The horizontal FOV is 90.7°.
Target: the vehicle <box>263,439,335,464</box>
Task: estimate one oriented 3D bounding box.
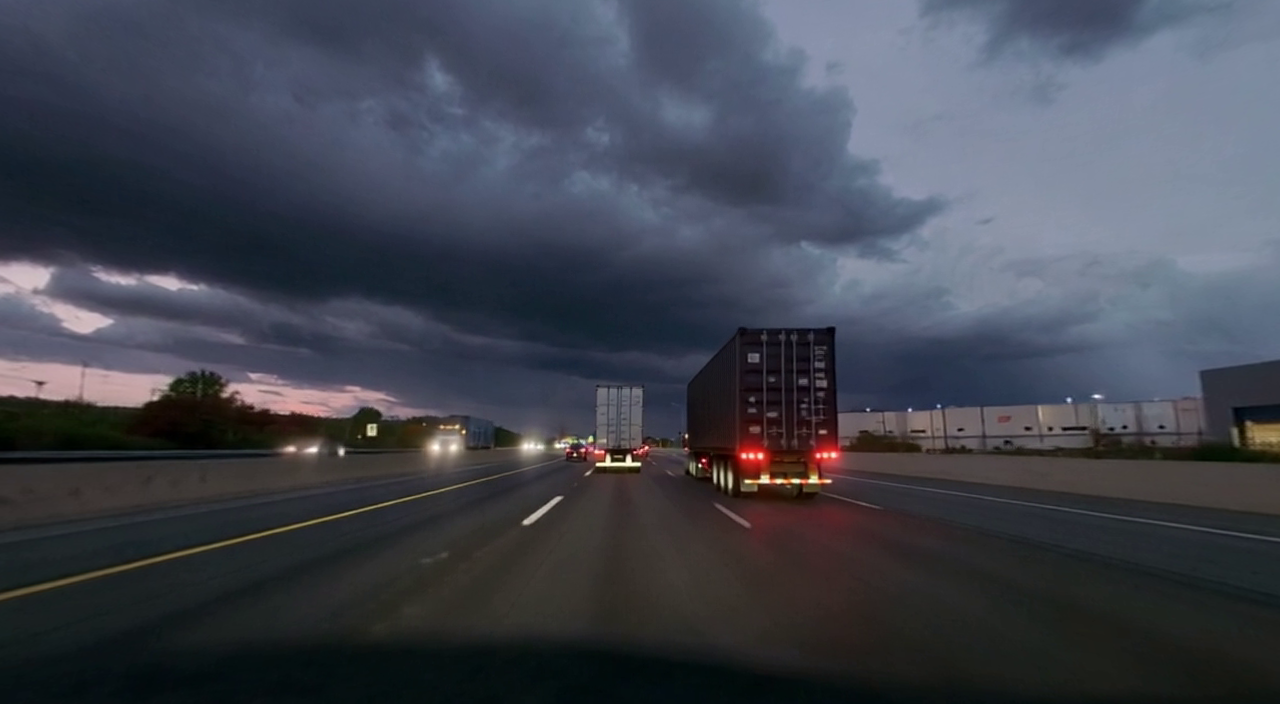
[{"bbox_3d":[-21.163,6.198,39.519,2.014,1.475,4.687,0,-9,-2],"label":"vehicle"}]

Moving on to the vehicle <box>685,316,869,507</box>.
[{"bbox_3d":[3.363,2.170,19.898,2.803,4.072,12.744,0,-9,0],"label":"vehicle"}]

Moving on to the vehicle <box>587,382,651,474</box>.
[{"bbox_3d":[-0.936,4.296,34.440,2.841,4.071,12.046,0,-9,0],"label":"vehicle"}]
